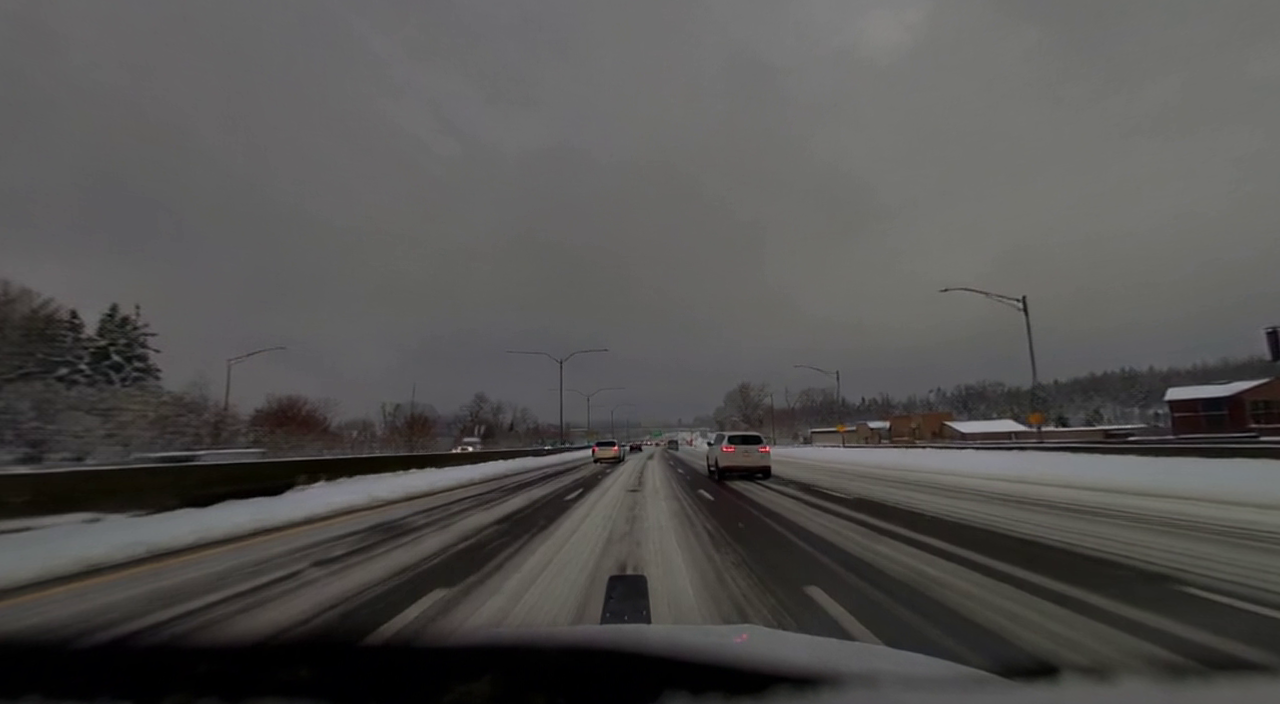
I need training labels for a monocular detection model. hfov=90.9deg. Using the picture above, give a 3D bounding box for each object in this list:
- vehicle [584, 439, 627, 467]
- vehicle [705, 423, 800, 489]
[{"bbox_3d":[-1.967,5.920,37.201,2.080,1.542,4.718,-1,-8,2],"label":"vehicle"},{"bbox_3d":[3.445,3.300,20.351,2.148,1.852,4.835,0,-8,0],"label":"vehicle"}]
